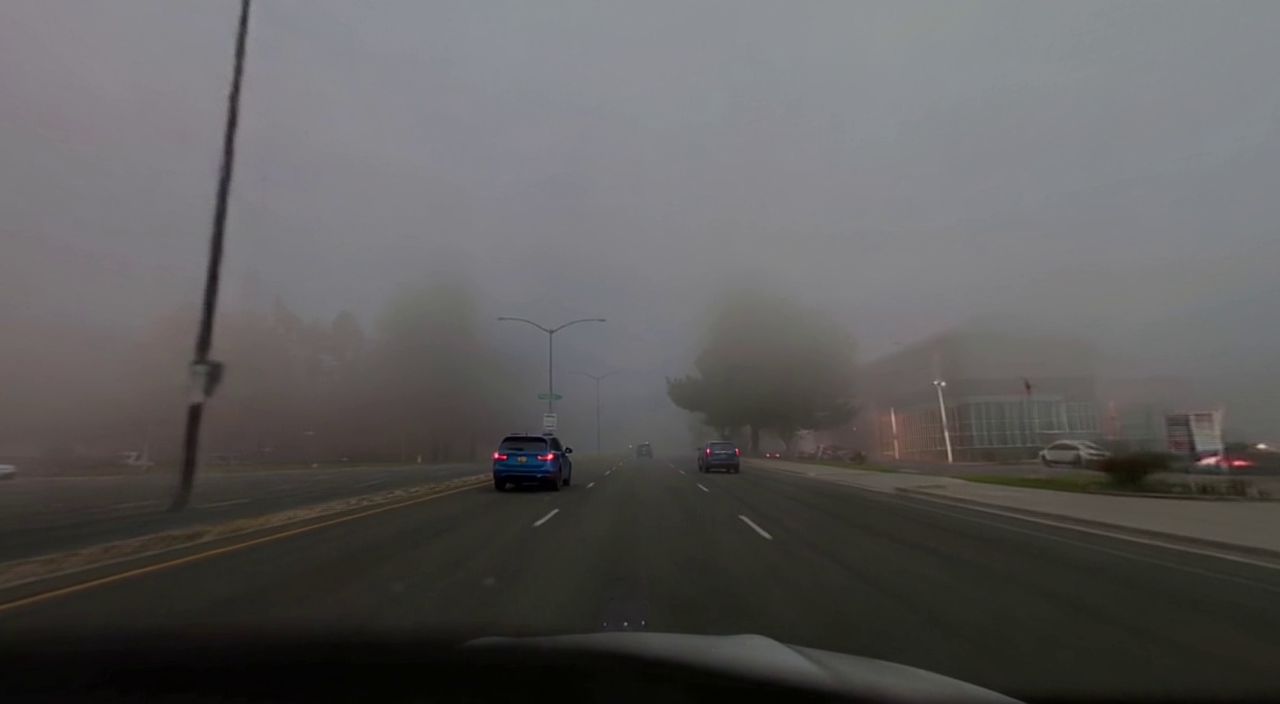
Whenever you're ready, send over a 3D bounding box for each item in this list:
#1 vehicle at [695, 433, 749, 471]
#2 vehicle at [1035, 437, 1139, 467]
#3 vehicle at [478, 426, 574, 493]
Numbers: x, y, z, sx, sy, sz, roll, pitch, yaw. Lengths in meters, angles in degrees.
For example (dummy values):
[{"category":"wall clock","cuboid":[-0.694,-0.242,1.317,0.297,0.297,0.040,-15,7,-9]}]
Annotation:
[{"category":"vehicle","cuboid":[4.106,5.101,32.260,2.083,1.779,4.347,0,-8,-1]},{"category":"vehicle","cuboid":[30.197,6.772,42.848,2.274,1.901,5.570,2,-9,-11]},{"category":"vehicle","cuboid":[-3.377,3.286,19.588,2.047,1.810,4.414,0,-8,1]}]
